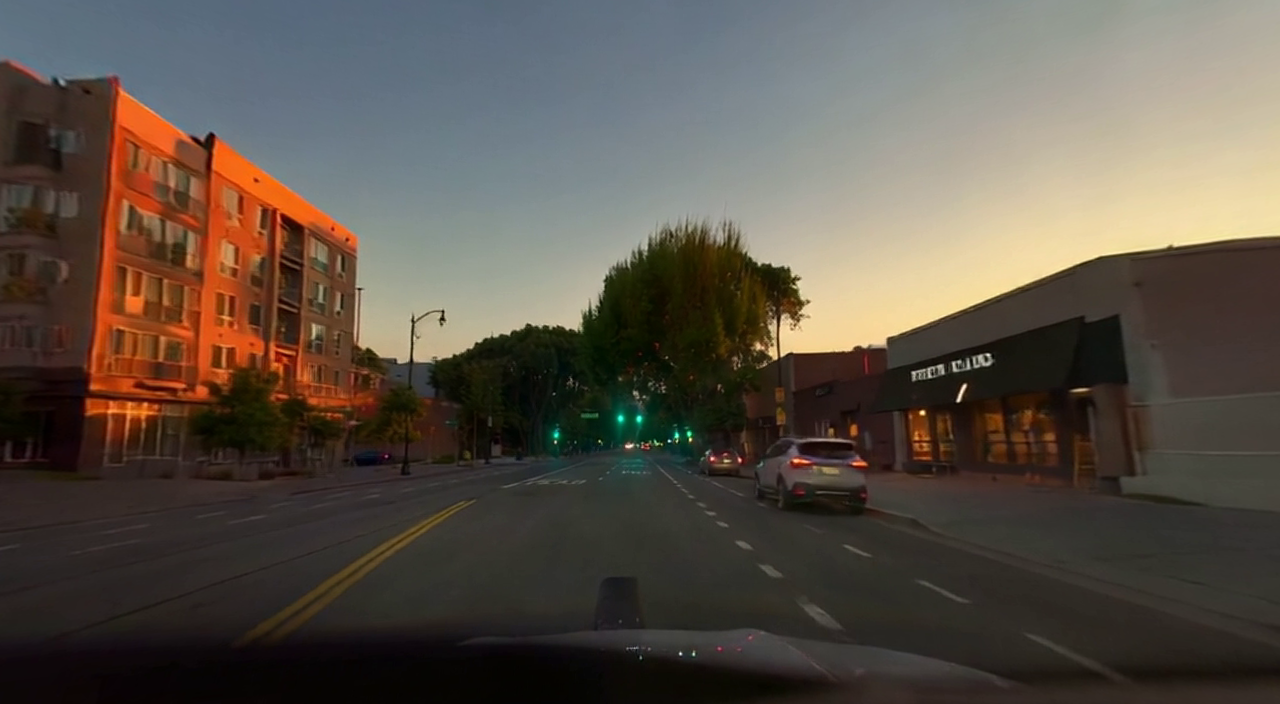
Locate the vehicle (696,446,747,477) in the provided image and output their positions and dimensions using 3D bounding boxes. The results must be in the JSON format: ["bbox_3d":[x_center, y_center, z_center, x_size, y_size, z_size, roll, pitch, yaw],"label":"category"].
[{"bbox_3d":[4.141,5.616,32.605,1.856,1.462,4.501,1,-8,-2],"label":"vehicle"}]

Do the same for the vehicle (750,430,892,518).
[{"bbox_3d":[4.051,2.805,15.040,1.957,1.753,4.413,0,-8,-2],"label":"vehicle"}]
